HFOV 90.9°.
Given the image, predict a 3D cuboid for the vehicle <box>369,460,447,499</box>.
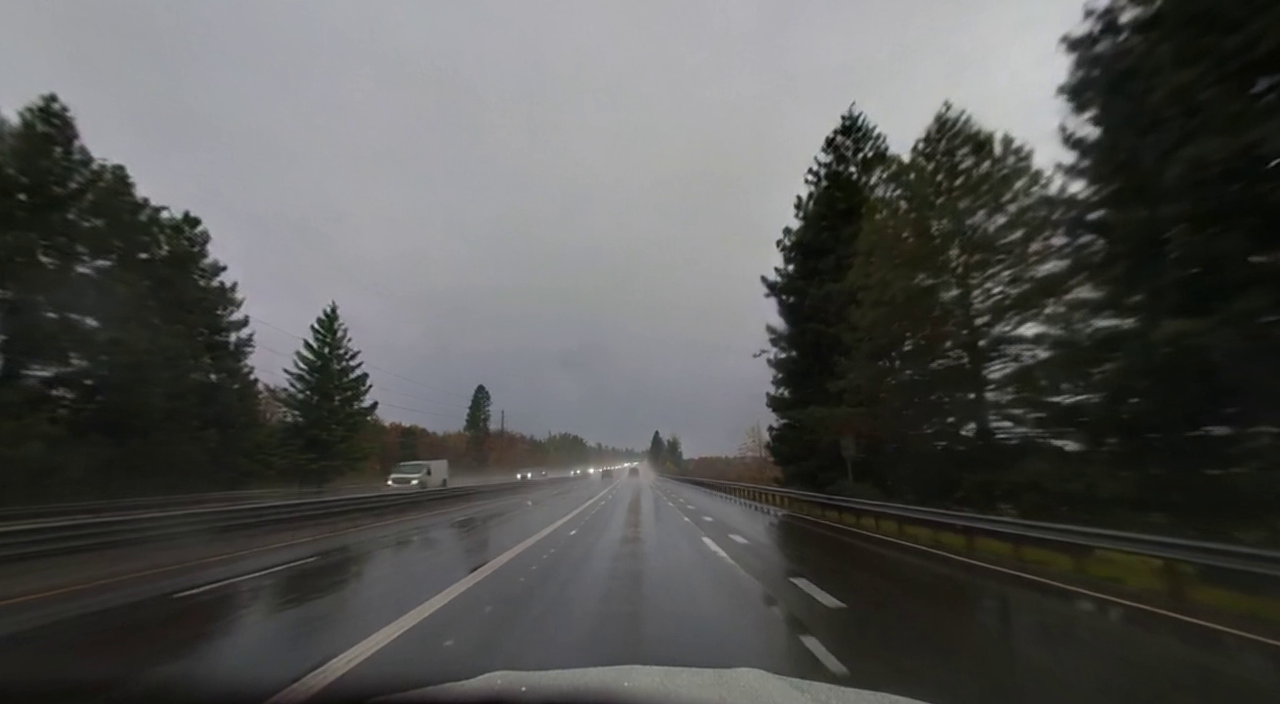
[{"bbox_3d":[-13.387,7.401,36.821,2.348,2.065,5.795,1,-11,0],"label":"vehicle"}]
